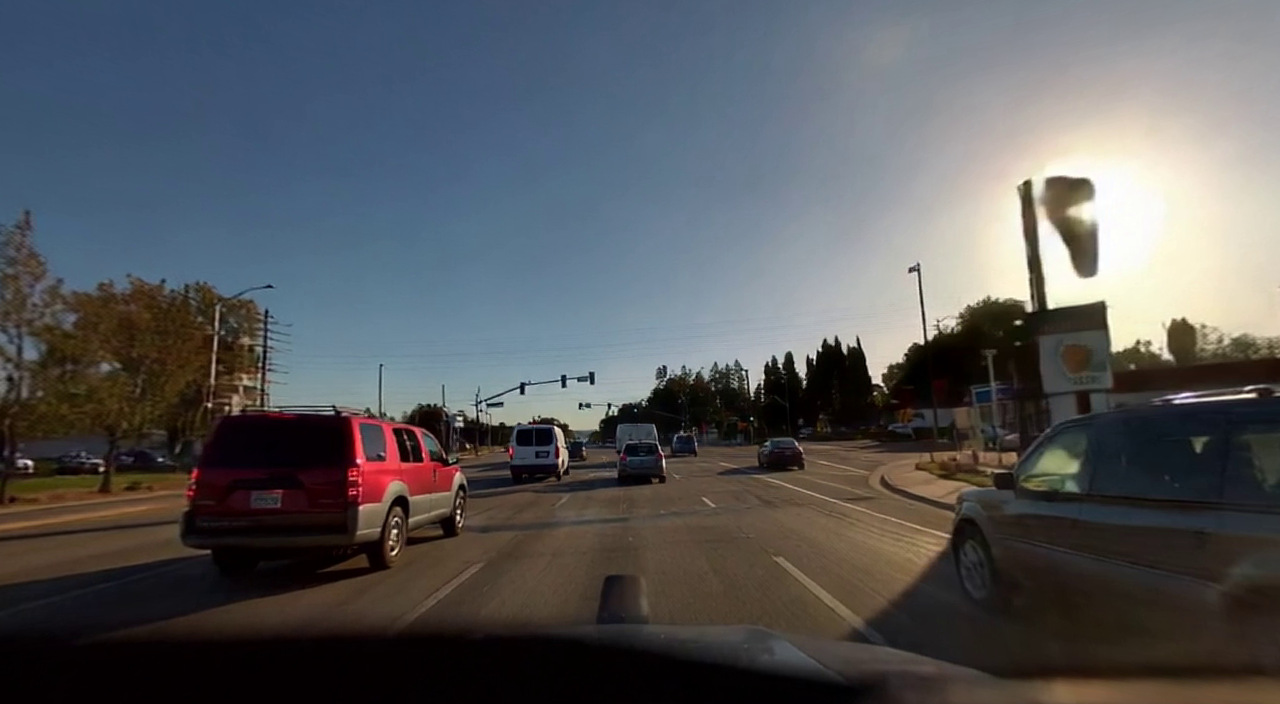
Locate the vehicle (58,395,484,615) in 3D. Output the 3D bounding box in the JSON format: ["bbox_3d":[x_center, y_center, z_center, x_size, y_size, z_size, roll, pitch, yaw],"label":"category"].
[{"bbox_3d":[-3.599,1.601,7.668,2.002,1.747,5.173,0,-8,1],"label":"vehicle"}]

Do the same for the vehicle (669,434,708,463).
[{"bbox_3d":[3.209,6.519,42.553,2.193,1.795,5.130,0,-8,-1],"label":"vehicle"}]

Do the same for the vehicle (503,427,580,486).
[{"bbox_3d":[-3.547,3.876,23.606,2.025,1.936,4.995,0,-8,1],"label":"vehicle"}]

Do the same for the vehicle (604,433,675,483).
[{"bbox_3d":[-0.002,4.068,24.396,2.426,1.703,5.602,0,-8,0],"label":"vehicle"}]

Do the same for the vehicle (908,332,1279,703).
[{"bbox_3d":[3.599,0.988,3.597,2.055,1.786,4.817,0,-8,1],"label":"vehicle"}]

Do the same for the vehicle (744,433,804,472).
[{"bbox_3d":[6.284,4.749,29.970,2.119,1.696,4.623,0,-8,3],"label":"vehicle"}]
